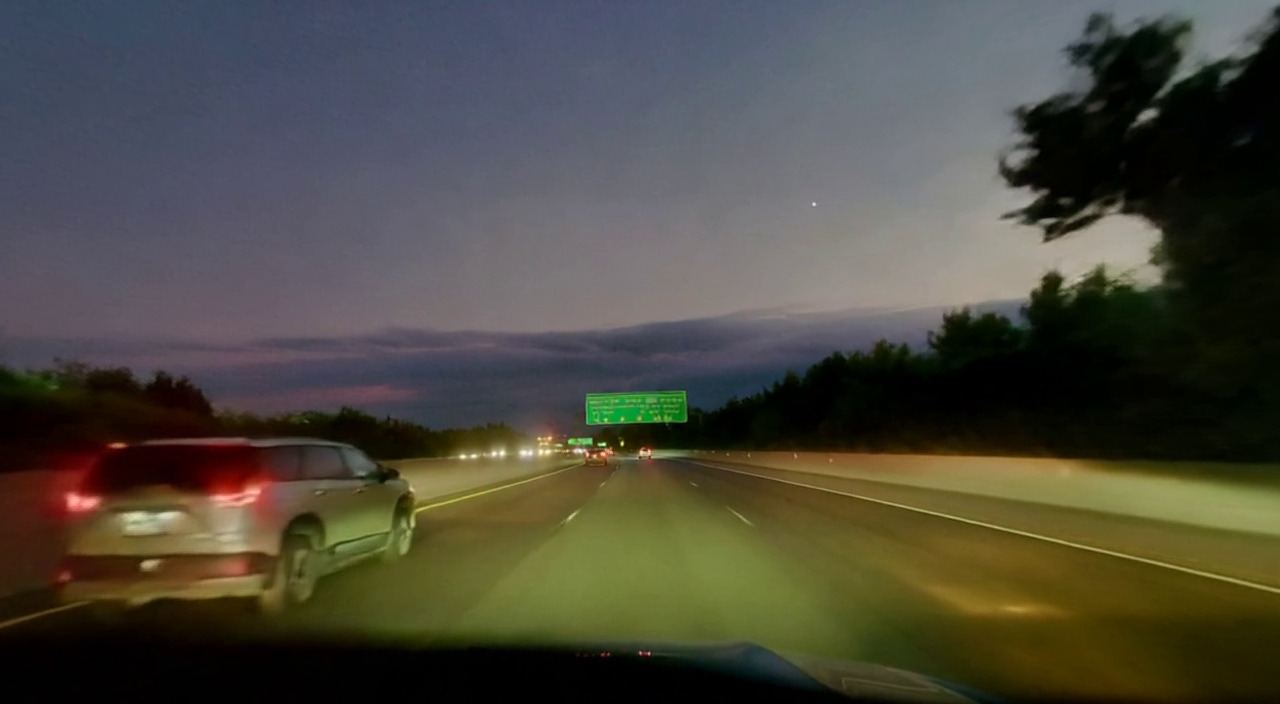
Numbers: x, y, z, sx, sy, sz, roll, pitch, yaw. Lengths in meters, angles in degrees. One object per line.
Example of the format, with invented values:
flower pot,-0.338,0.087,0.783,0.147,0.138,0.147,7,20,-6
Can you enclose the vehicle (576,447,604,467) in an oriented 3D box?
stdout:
vehicle,-3.802,8.053,48.467,1.918,1.510,4.006,0,-9,-1

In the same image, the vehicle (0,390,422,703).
vehicle,-3.608,1.312,5.142,2.028,1.584,4.481,0,-9,0
